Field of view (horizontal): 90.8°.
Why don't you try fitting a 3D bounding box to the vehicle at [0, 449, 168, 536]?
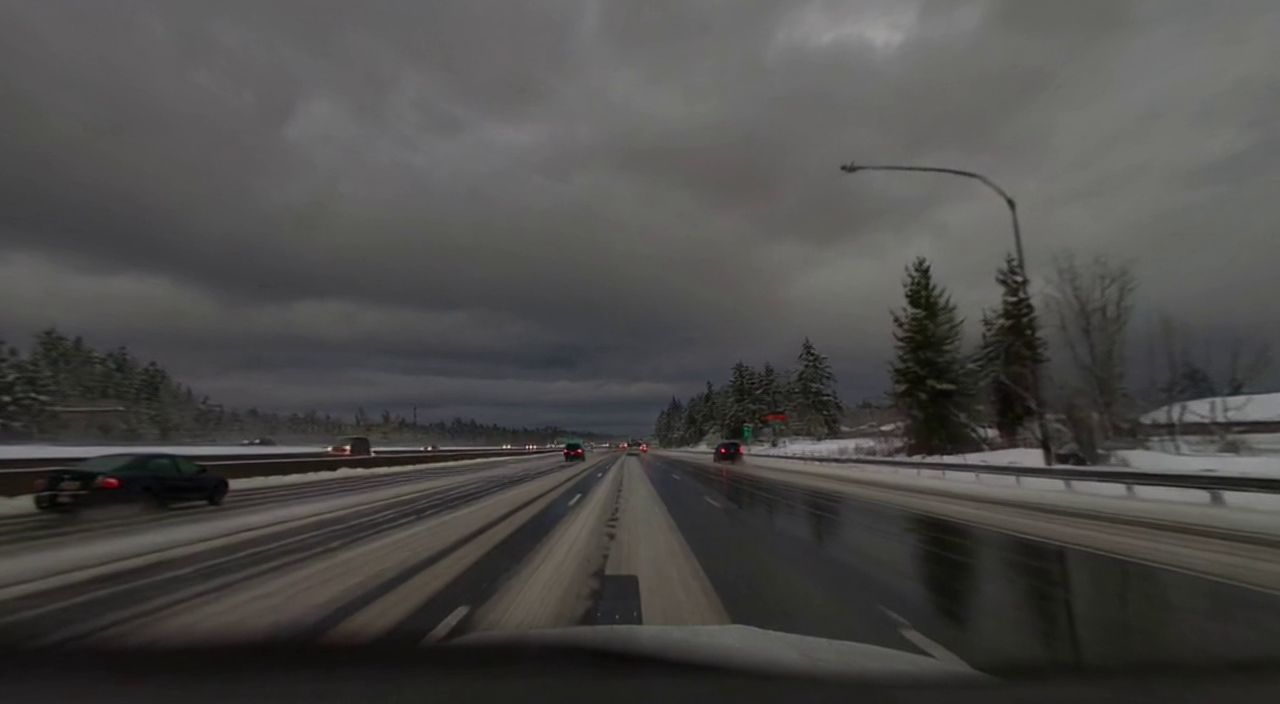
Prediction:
[{"bbox_3d":[-11.456,2.517,11.627,1.983,1.381,4.464,-1,-8,2],"label":"vehicle"}]
